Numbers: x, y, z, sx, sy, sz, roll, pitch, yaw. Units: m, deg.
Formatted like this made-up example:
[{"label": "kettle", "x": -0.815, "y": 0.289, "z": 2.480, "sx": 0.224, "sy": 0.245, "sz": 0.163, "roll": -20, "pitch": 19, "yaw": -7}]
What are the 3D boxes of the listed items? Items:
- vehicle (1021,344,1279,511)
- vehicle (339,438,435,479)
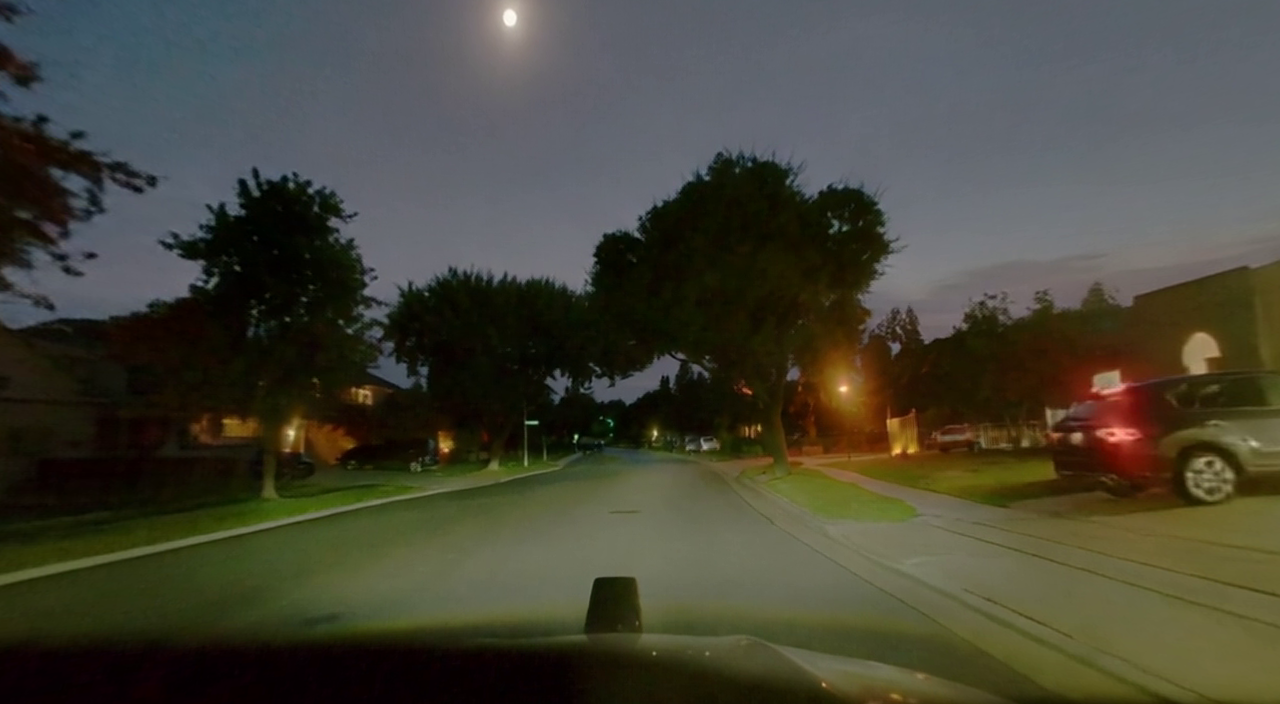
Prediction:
[{"label": "vehicle", "x": 9.848, "y": 1.187, "z": 9.835, "sx": 6.053, "sy": 2.240, "sz": 2.582, "roll": 0, "pitch": -9, "yaw": 1}, {"label": "vehicle", "x": -13.587, "y": 5.723, "z": 33.917, "sx": 5.045, "sy": 1.835, "sz": 2.315, "roll": -9, "pitch": -11, "yaw": 33}]
